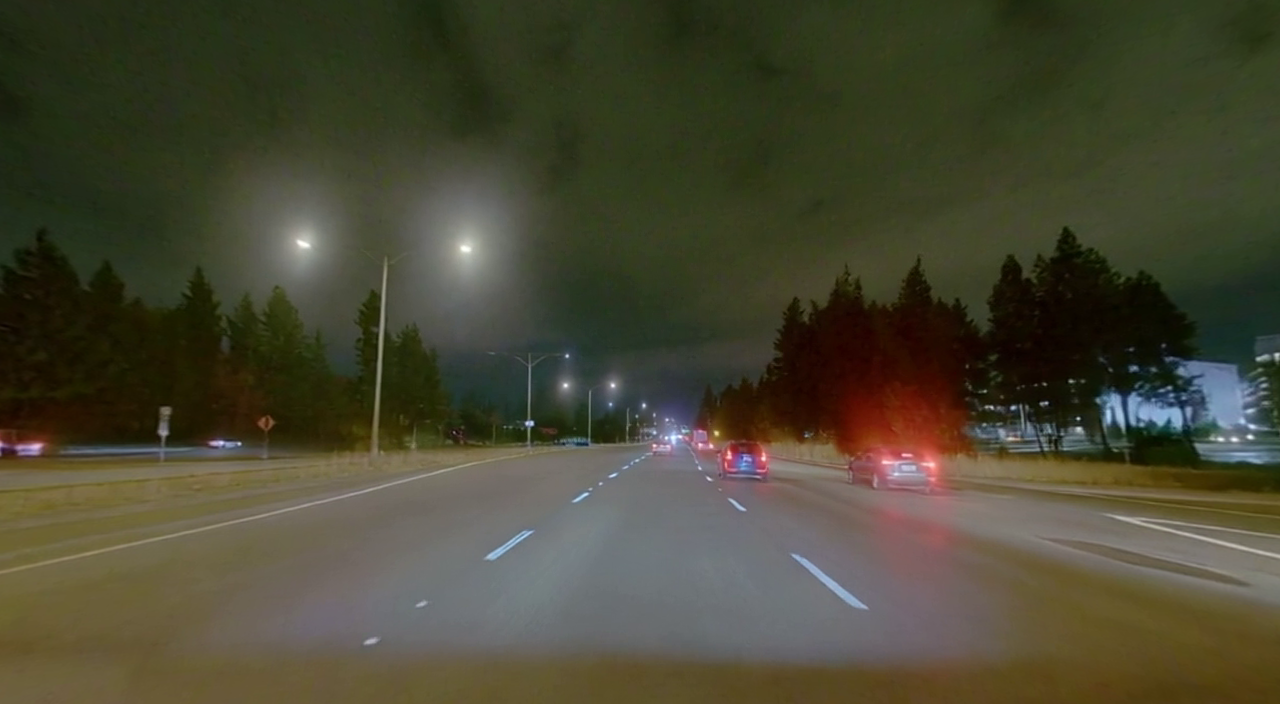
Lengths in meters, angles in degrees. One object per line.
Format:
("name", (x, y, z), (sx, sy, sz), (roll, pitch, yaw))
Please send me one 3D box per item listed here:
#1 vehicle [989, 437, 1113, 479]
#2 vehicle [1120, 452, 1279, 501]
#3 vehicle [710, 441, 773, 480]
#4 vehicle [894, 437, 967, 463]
("vehicle", (21.734, 5.578, 33.393), (5.456, 1.919, 2.222), (1, -8, -15))
("vehicle", (19.229, 4.154, 21.460), (1.696, 1.398, 4.190), (3, -9, -21))
("vehicle", (4.216, 4.560, 26.914), (1.981, 1.499, 4.536), (0, -8, 1))
("vehicle", (21.283, 7.179, 46.239), (4.480, 1.754, 1.956), (1, -8, -14))
